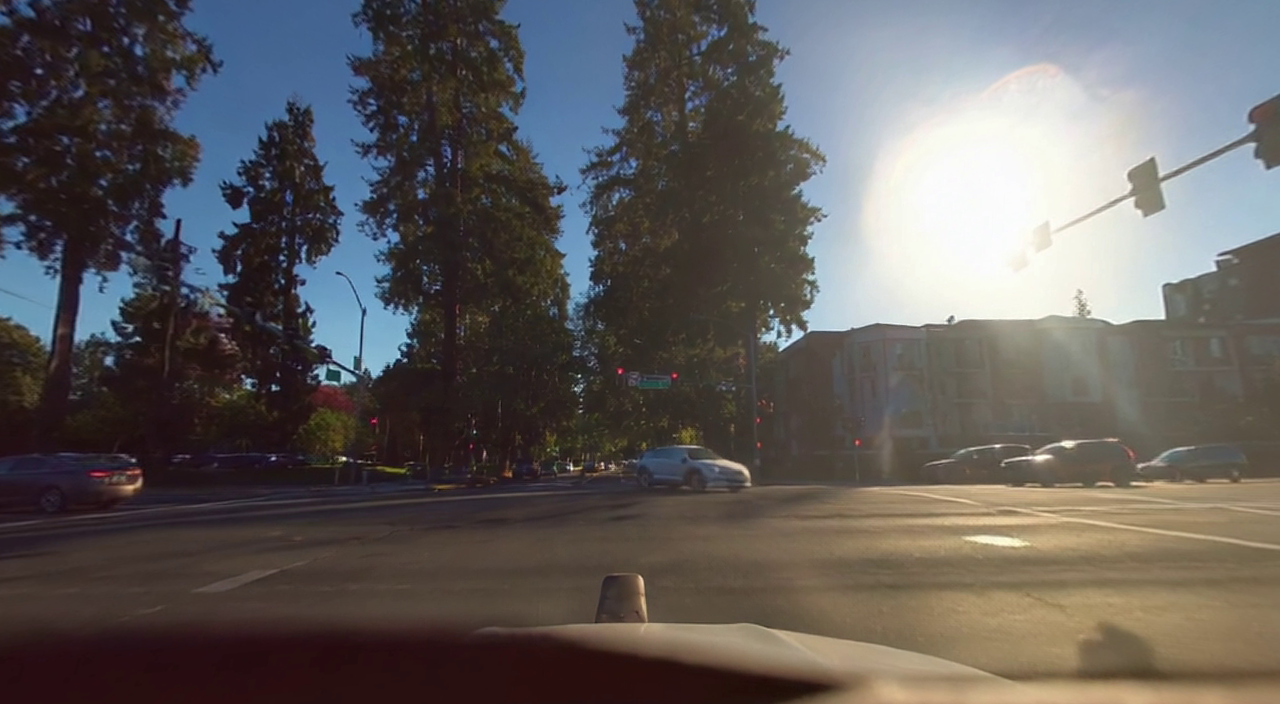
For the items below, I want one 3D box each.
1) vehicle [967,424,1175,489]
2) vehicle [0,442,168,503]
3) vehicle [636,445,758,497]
[{"bbox_3d":[16.740,4.089,24.890,6.109,2.348,2.683,0,-9,1],"label":"vehicle"},{"bbox_3d":[-18.481,3.833,20.111,4.798,1.763,2.536,-1,-10,0],"label":"vehicle"},{"bbox_3d":[2.016,4.421,24.010,2.162,1.740,4.728,5,-10,-32],"label":"vehicle"}]
